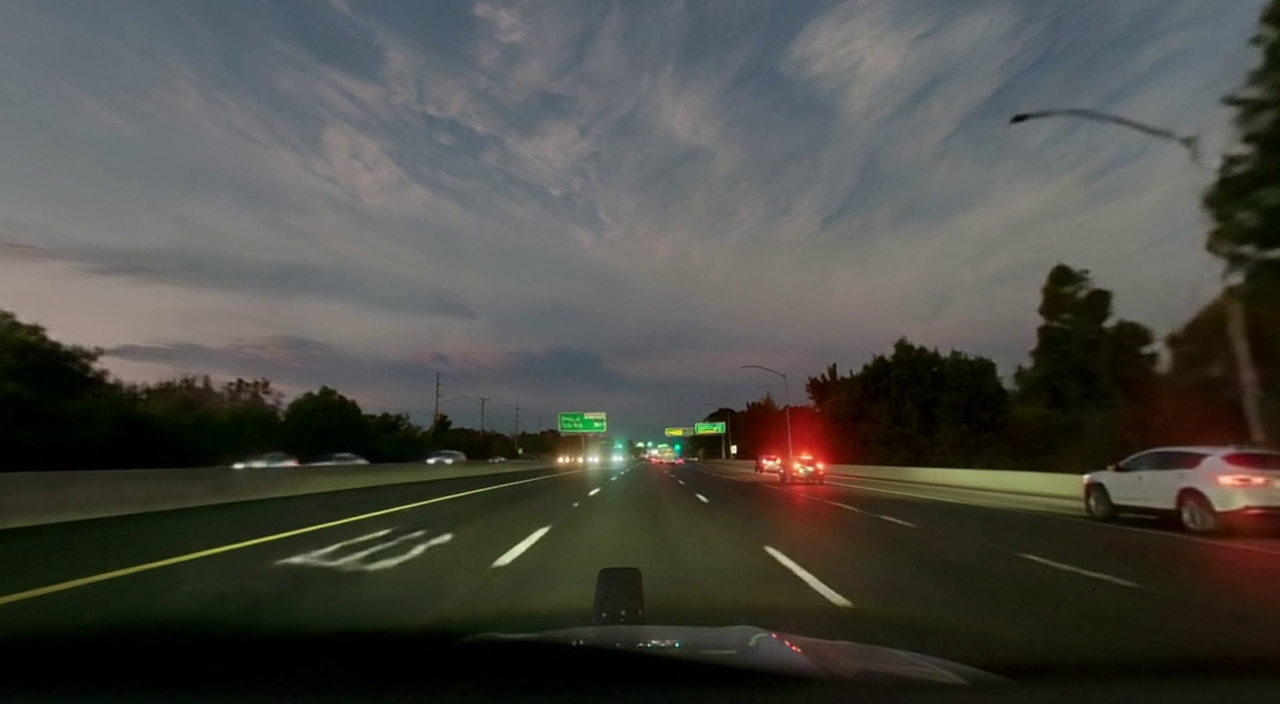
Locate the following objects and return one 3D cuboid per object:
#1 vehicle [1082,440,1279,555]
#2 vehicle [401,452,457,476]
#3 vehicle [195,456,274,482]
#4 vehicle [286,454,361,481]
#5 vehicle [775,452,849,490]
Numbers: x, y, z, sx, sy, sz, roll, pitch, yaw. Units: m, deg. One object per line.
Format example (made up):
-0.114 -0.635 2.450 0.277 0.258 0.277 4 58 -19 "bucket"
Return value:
10.354 2.401 10.994 2.090 1.643 4.513 0 -9 1 "vehicle"
-15.022 7.941 45.204 2.188 1.607 4.820 0 -9 2 "vehicle"
-25.170 7.246 39.444 1.947 1.473 4.494 0 -9 0 "vehicle"
-18.511 6.754 37.215 1.932 1.481 4.700 0 -9 1 "vehicle"
7.553 5.263 28.275 1.861 1.500 4.860 0 -9 -1 "vehicle"
